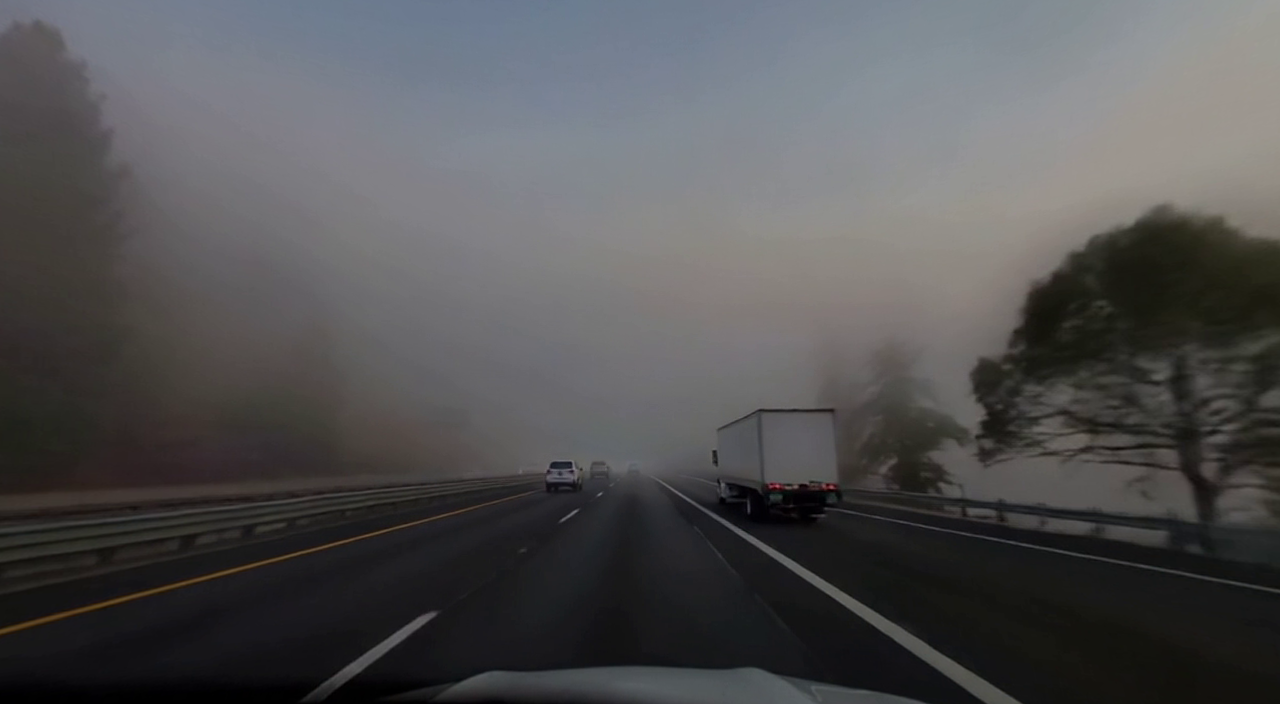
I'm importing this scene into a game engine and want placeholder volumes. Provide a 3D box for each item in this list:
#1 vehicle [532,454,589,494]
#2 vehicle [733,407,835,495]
[{"bbox_3d":[-4.016,6.307,32.669,2.272,1.873,4.832,1,-11,0],"label":"vehicle"},{"bbox_3d":[7.415,5.623,34.143,3.235,4.088,9.243,1,-12,0],"label":"vehicle"}]
